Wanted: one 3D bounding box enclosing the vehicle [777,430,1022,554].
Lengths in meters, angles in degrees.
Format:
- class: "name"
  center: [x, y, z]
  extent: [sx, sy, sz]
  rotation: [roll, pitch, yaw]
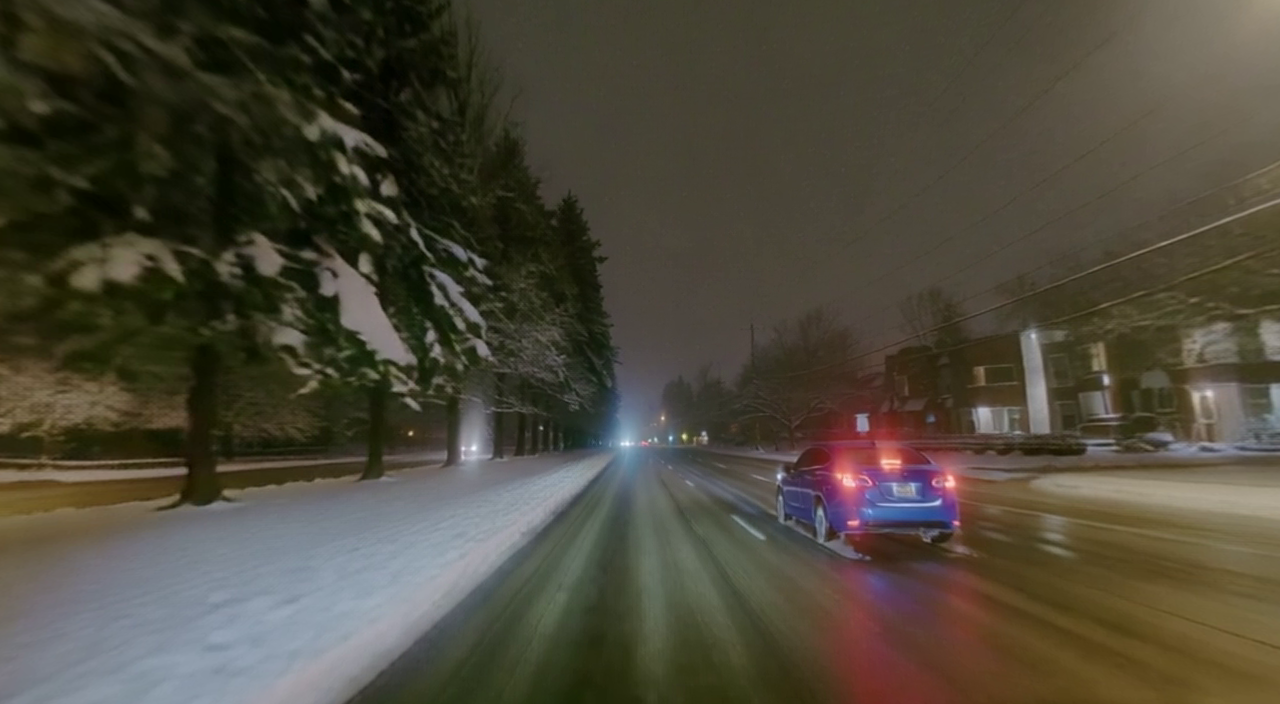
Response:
- class: "vehicle"
  center: [3.612, 2.009, 9.836]
  extent: [1.950, 1.473, 4.259]
  rotation: [0, -8, -1]
